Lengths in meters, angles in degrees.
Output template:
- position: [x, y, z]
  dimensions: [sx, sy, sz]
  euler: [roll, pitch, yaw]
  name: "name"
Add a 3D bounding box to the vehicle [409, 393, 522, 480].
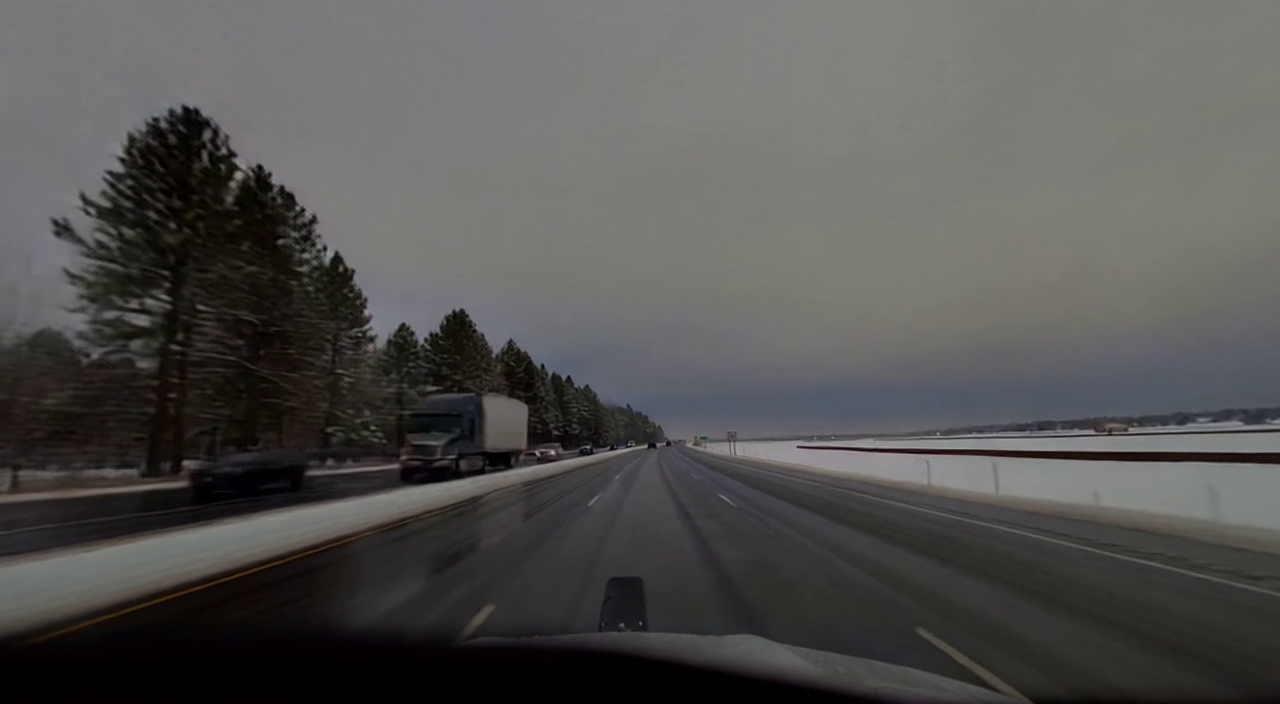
- position: [-8.804, 4.537, 33.369]
  dimensions: [2.929, 3.915, 9.419]
  euler: [-1, -8, 2]
  name: "vehicle"
